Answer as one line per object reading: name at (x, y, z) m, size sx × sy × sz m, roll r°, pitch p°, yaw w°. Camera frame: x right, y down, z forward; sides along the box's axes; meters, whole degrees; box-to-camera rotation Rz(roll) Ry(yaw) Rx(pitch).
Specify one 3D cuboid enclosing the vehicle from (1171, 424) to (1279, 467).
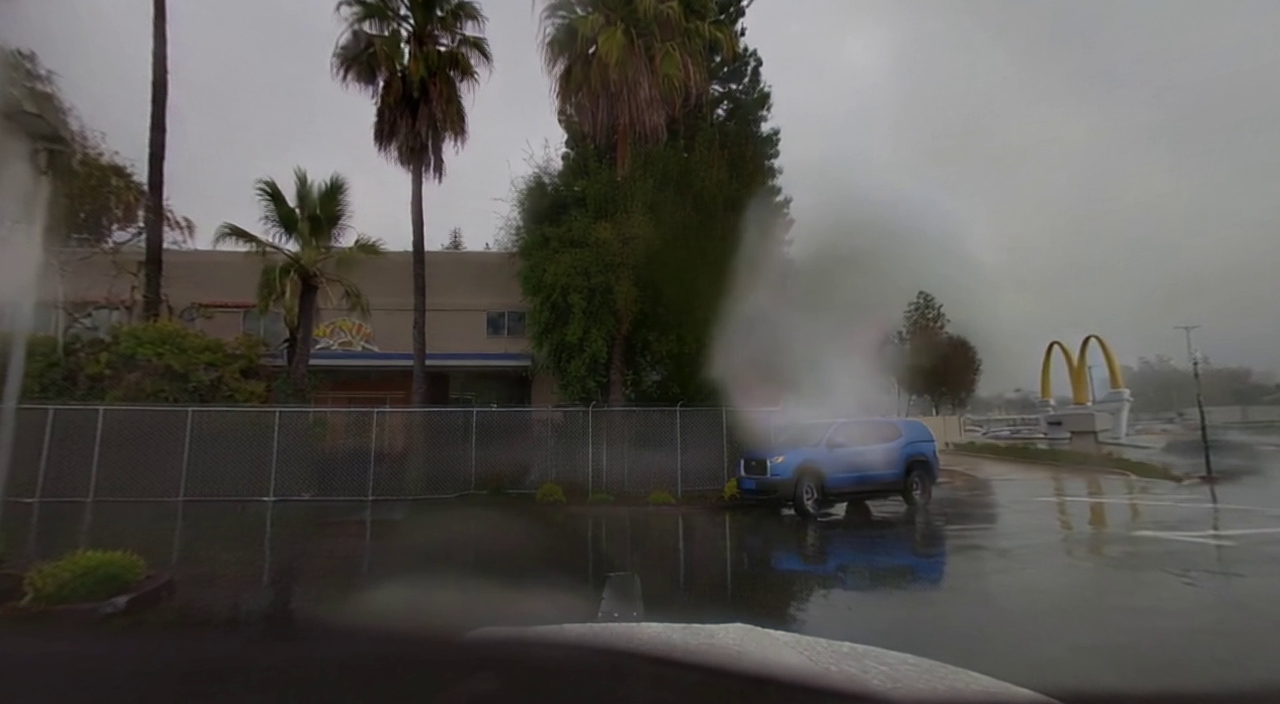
vehicle at (22.609, 3.450, 23.285) m, size 1.860 × 1.417 × 4.750 m, roll 0°, pitch -8°, yaw -2°

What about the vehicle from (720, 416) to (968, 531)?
vehicle at (3.893, 2.136, 11.968) m, size 4.365 × 1.791 × 2.073 m, roll 4°, pitch -7°, yaw -31°
